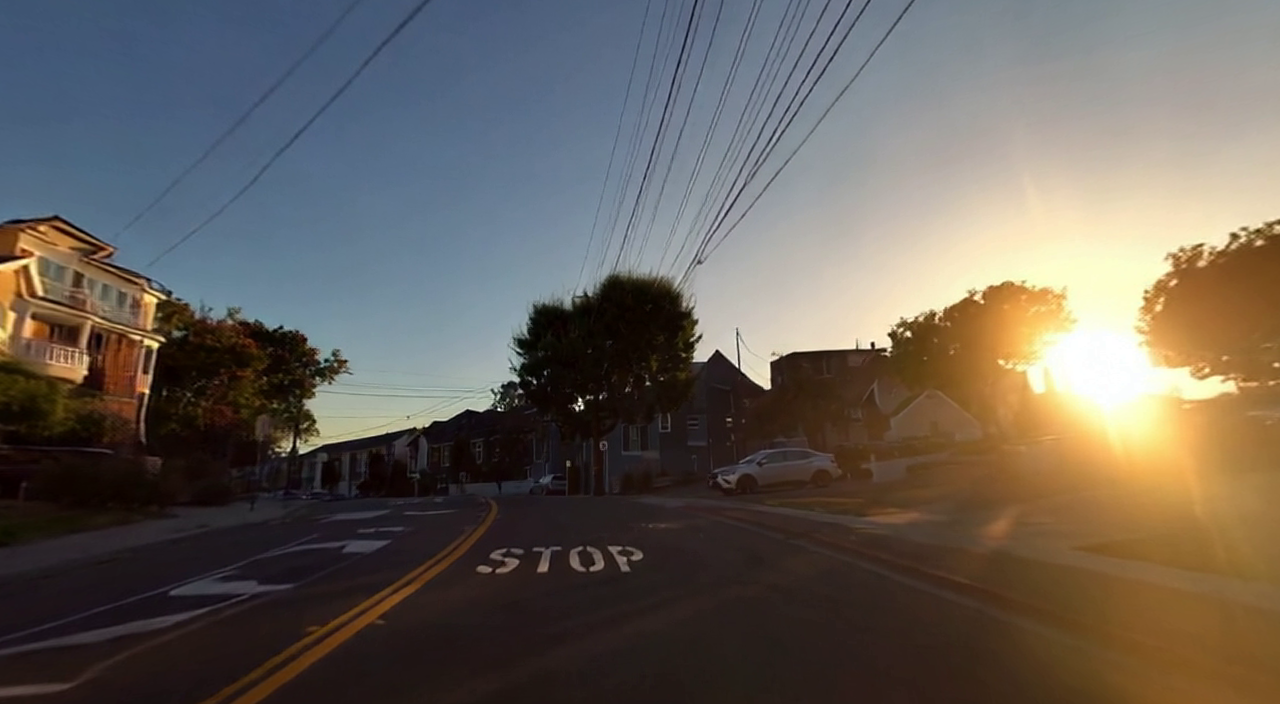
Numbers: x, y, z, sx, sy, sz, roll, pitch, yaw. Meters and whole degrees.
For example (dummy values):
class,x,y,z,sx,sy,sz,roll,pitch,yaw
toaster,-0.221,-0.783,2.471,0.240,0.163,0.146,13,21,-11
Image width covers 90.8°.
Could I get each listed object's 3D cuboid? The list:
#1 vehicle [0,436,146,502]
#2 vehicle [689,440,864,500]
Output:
class,x,y,z,sx,sy,sz,roll,pitch,yaw
vehicle,-21.195,4.233,22.697,4.942,1.912,2.121,6,-22,-27
vehicle,4.766,4.157,22.381,5.578,1.842,2.300,4,-9,-12
